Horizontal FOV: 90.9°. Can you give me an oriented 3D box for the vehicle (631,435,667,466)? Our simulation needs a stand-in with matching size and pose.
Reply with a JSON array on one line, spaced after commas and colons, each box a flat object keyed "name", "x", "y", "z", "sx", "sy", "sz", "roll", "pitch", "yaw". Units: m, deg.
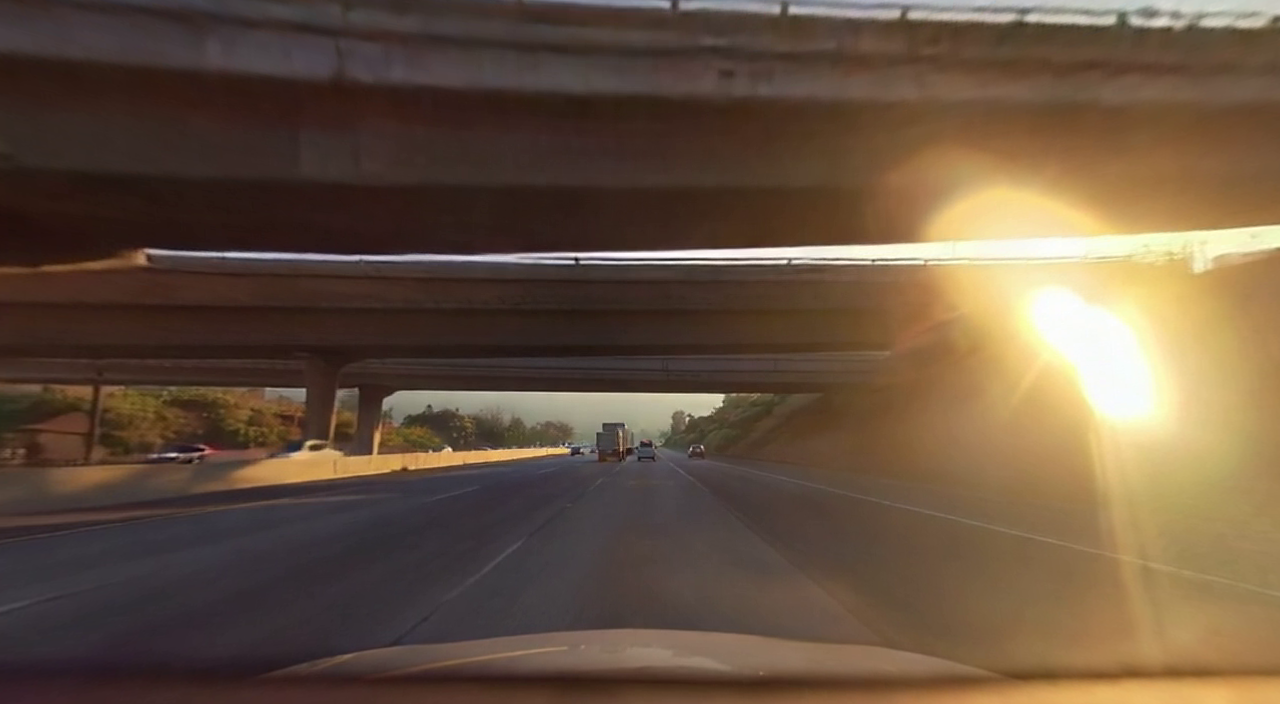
[{"name": "vehicle", "x": 0.592, "y": 6.831, "z": 43.787, "sx": 2.309, "sy": 2.023, "sz": 5.130, "roll": 0, "pitch": -8, "yaw": 0}]

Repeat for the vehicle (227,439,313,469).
[{"name": "vehicle", "x": -20.559, "y": 5.682, "z": 35.303, "sx": 1.938, "sy": 1.560, "sz": 4.732, "roll": 0, "pitch": -8, "yaw": 1}]
